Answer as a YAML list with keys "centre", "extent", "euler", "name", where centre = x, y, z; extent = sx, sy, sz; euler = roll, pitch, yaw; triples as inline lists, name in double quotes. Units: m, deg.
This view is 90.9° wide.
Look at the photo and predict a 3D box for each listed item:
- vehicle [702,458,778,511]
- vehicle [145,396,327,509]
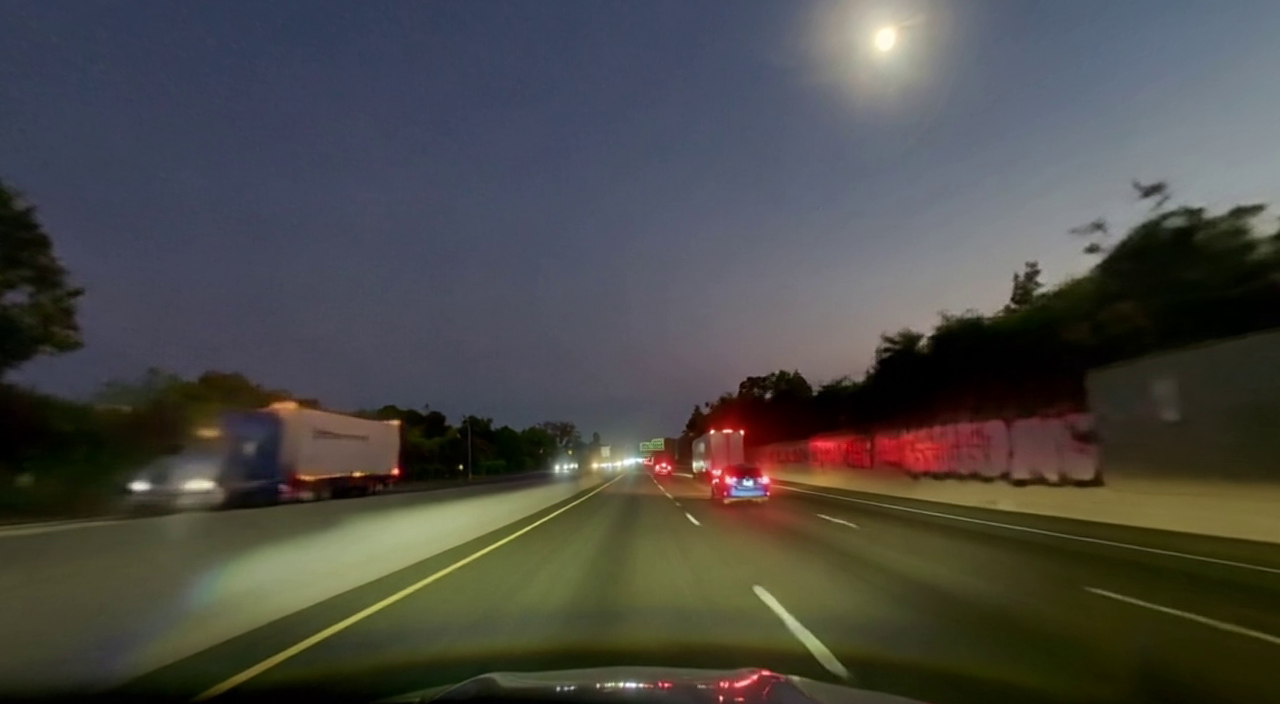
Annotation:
- centre: [3.273, 4.417, 21.297]
  extent: [2.011, 1.574, 3.512]
  euler: [1, -10, 0]
  name: "vehicle"
- centre: [-16.503, 4.268, 26.520]
  extent: [2.937, 4.102, 6.574]
  euler: [1, -10, 1]
  name: "vehicle"
